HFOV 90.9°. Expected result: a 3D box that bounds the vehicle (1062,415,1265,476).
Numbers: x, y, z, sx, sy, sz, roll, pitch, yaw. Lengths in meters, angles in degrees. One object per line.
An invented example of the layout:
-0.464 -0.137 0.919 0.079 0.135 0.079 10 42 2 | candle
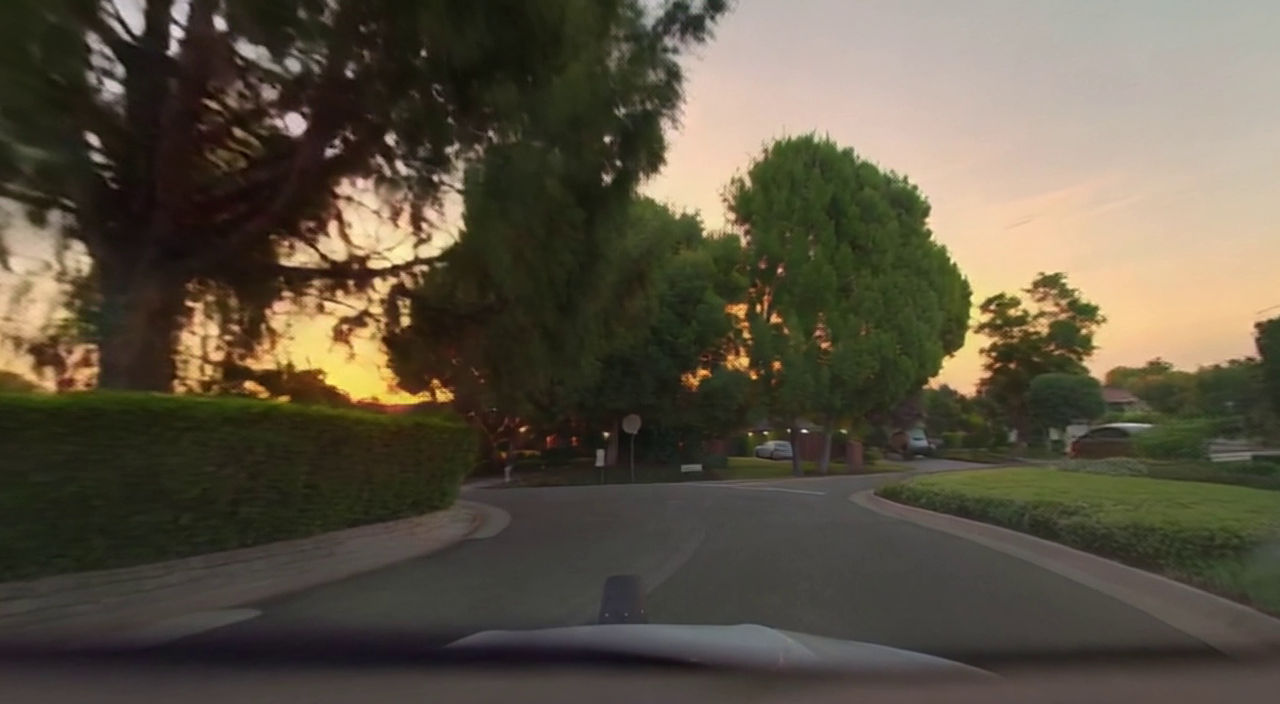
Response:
16.791 3.071 20.673 2.023 1.756 4.799 2 -9 -10 | vehicle

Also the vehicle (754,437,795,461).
9.487 6.846 44.693 1.802 1.548 3.501 3 -8 -7 | vehicle
